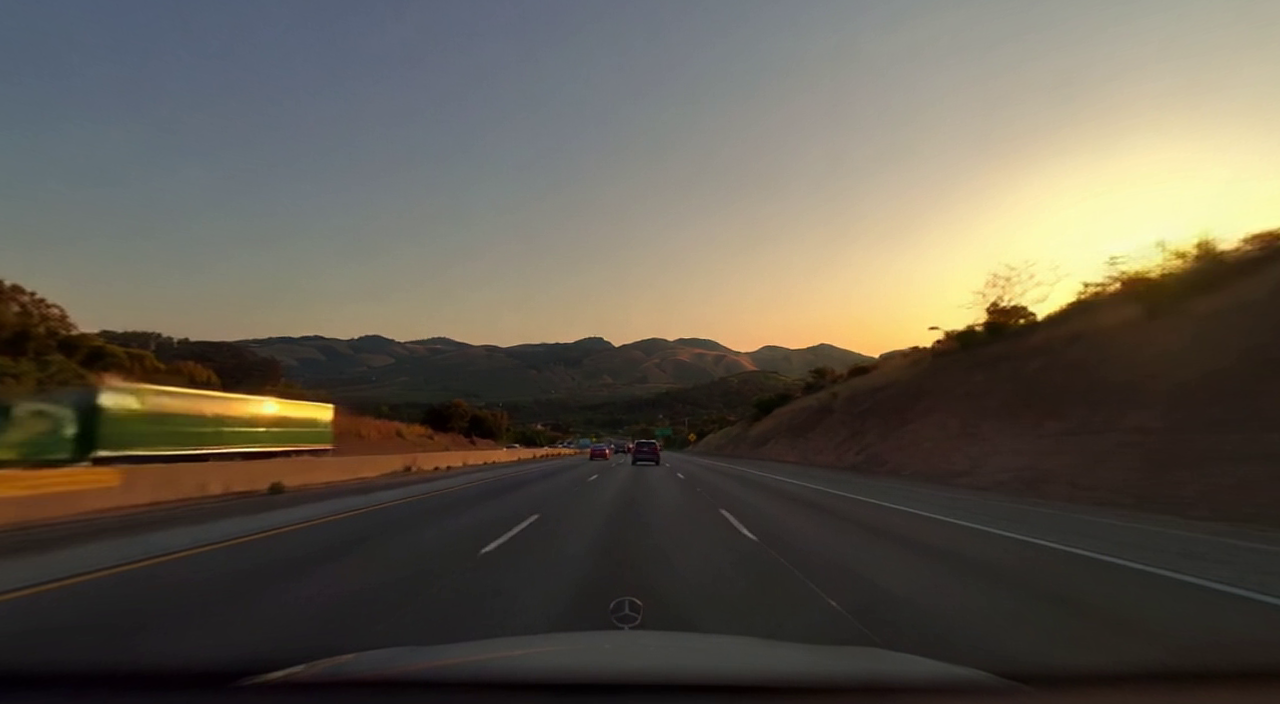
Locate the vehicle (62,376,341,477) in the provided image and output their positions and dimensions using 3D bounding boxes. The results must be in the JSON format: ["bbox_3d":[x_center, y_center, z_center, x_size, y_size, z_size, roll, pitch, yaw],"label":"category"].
[{"bbox_3d":[-21.589,4.202,33.556,2.881,4.047,16.488,0,-8,1],"label":"vehicle"}]

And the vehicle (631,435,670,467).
[{"bbox_3d":[0.629,6.181,39.243,2.272,1.836,4.866,0,-8,0],"label":"vehicle"}]

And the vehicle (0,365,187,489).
[{"bbox_3d":[-21.697,2.934,23.781,3.060,3.922,7.710,0,-8,1],"label":"vehicle"}]
